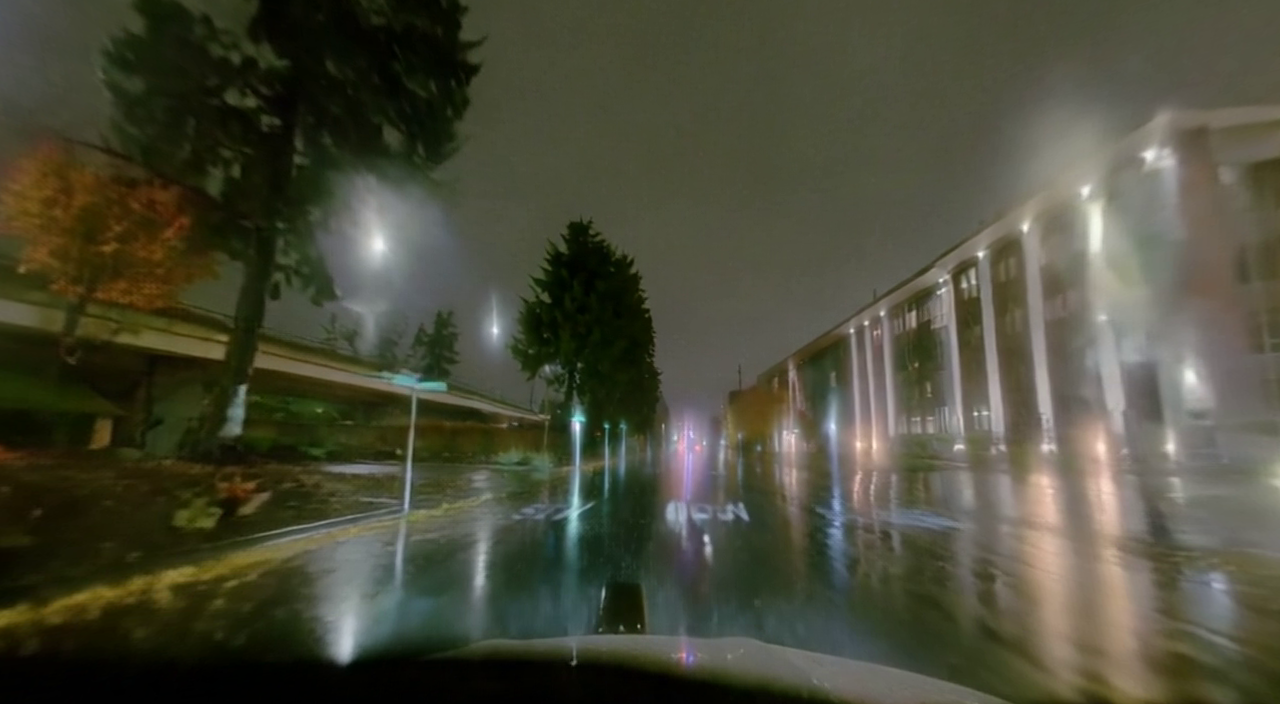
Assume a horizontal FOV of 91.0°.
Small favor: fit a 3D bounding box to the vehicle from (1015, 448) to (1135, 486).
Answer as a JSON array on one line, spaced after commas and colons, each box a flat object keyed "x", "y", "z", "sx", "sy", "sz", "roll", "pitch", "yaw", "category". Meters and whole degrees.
[{"x": 21.161, "y": 5.537, "z": 30.771, "sx": 2.066, "sy": 1.654, "sz": 4.269, "roll": 7, "pitch": -10, "yaw": -36, "category": "vehicle"}]

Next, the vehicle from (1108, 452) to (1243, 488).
[{"x": 25.116, "y": 5.487, "z": 29.674, "sx": 1.842, "sy": 1.508, "sz": 4.412, "roll": 7, "pitch": -10, "yaw": -36, "category": "vehicle"}]
